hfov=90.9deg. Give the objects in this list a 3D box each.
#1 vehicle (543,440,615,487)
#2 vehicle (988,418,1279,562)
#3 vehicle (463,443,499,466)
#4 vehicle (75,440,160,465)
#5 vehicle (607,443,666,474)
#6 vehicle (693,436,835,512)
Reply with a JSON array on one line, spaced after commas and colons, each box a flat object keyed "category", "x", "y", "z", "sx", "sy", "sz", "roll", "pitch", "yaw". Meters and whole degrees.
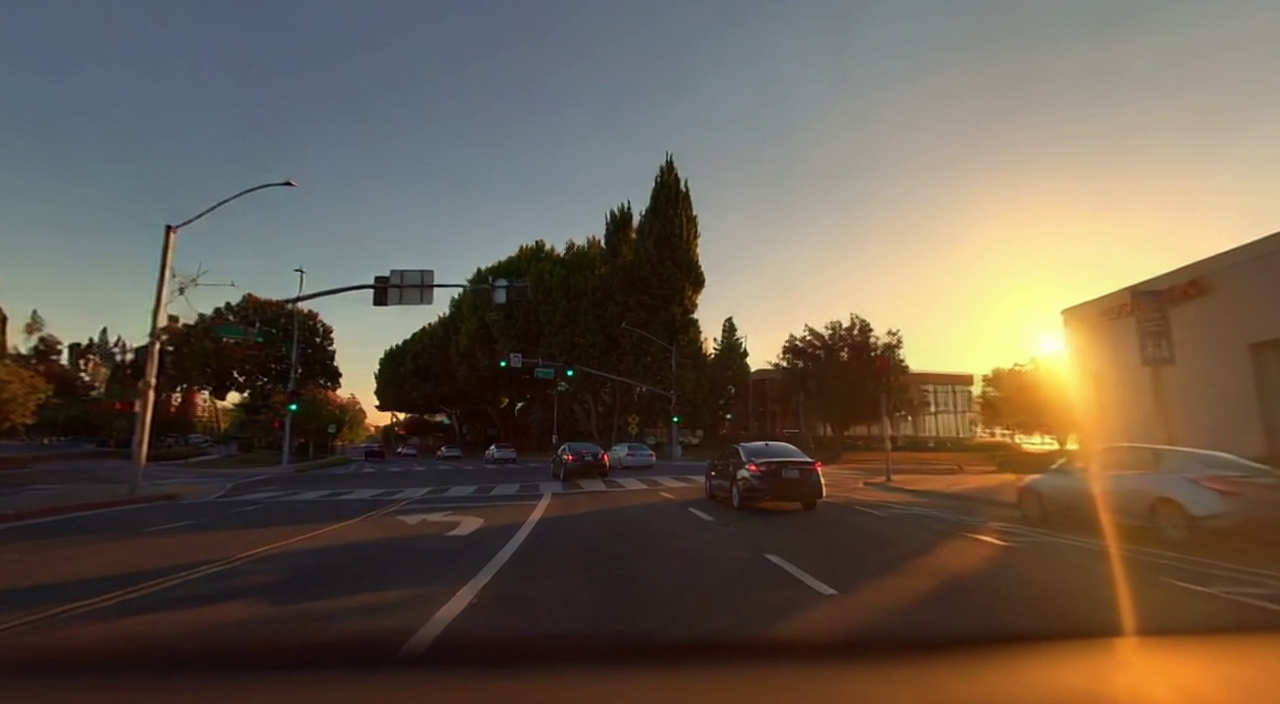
[{"category": "vehicle", "x": -2.419, "y": 4.145, "z": 23.840, "sx": 2.308, "sy": 1.535, "sz": 4.811, "roll": 2, "pitch": -9, "yaw": -10}, {"category": "vehicle", "x": 7.416, "y": 1.819, "z": 9.095, "sx": 1.933, "sy": 1.522, "sz": 4.443, "roll": 1, "pitch": -9, "yaw": -5}, {"category": "vehicle", "x": -11.982, "y": 7.676, "z": 47.305, "sx": 2.012, "sy": 1.492, "sz": 4.079, "roll": 5, "pitch": -8, "yaw": -21}, {"category": "vehicle", "x": -34.177, "y": 6.573, "z": 41.311, "sx": 3.796, "sy": 1.595, "sz": 1.808, "roll": 3, "pitch": -9, "yaw": -21}, {"category": "vehicle", "x": -0.275, "y": 5.483, "z": 32.725, "sx": 1.957, "sy": 1.463, "sz": 4.701, "roll": 2, "pitch": -9, "yaw": -14}, {"category": "vehicle", "x": 2.677, "y": 2.763, "z": 14.853, "sx": 1.984, "sy": 1.476, "sz": 4.488, "roll": 1, "pitch": -9, "yaw": -6}]
